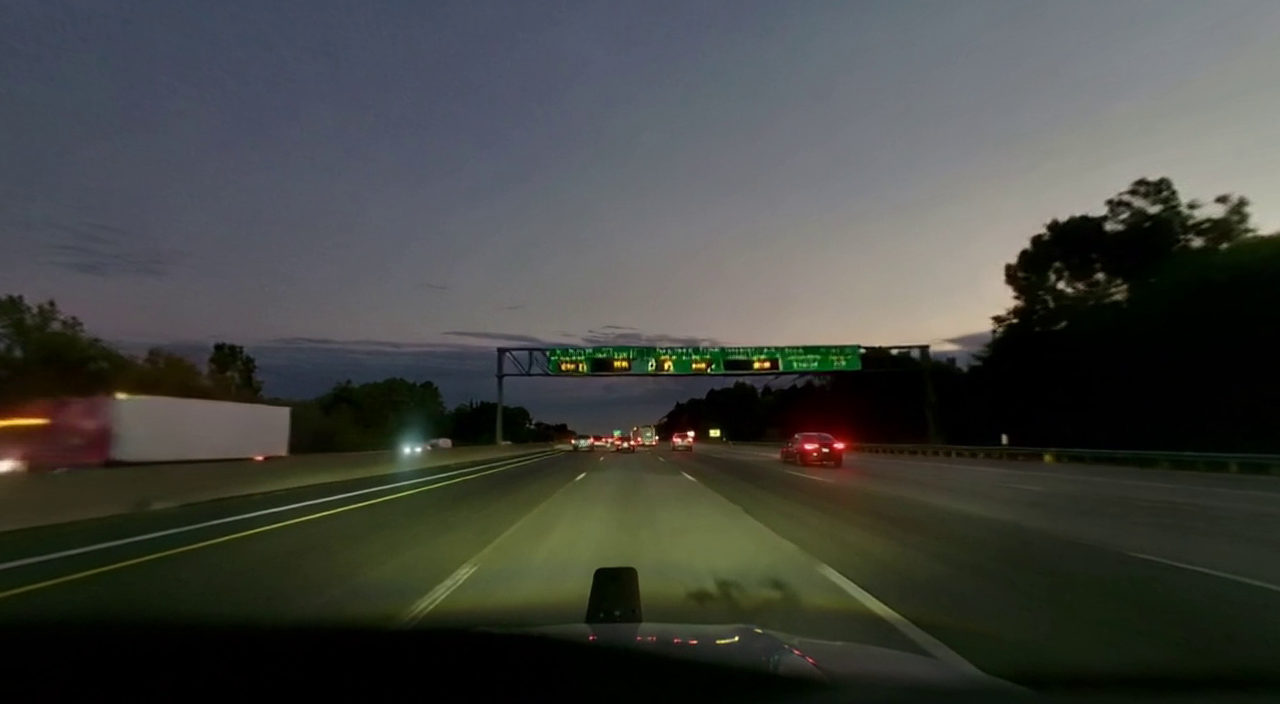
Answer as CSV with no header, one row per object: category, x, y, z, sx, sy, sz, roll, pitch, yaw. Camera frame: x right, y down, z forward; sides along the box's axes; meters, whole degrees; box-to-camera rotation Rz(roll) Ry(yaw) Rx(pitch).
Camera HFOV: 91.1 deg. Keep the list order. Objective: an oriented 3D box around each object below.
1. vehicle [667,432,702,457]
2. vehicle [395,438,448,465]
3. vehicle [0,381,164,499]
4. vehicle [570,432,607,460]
vehicle,3.132,6.616,45.172,2.066,1.673,4.225,0,-8,-2
vehicle,-13.883,6.349,40.250,1.955,1.610,4.076,0,-8,0
vehicle,-21.630,3.244,23.414,2.957,3.789,5.977,0,-8,-1
vehicle,-3.123,5.780,38.705,2.119,1.629,3.946,0,-8,-2
